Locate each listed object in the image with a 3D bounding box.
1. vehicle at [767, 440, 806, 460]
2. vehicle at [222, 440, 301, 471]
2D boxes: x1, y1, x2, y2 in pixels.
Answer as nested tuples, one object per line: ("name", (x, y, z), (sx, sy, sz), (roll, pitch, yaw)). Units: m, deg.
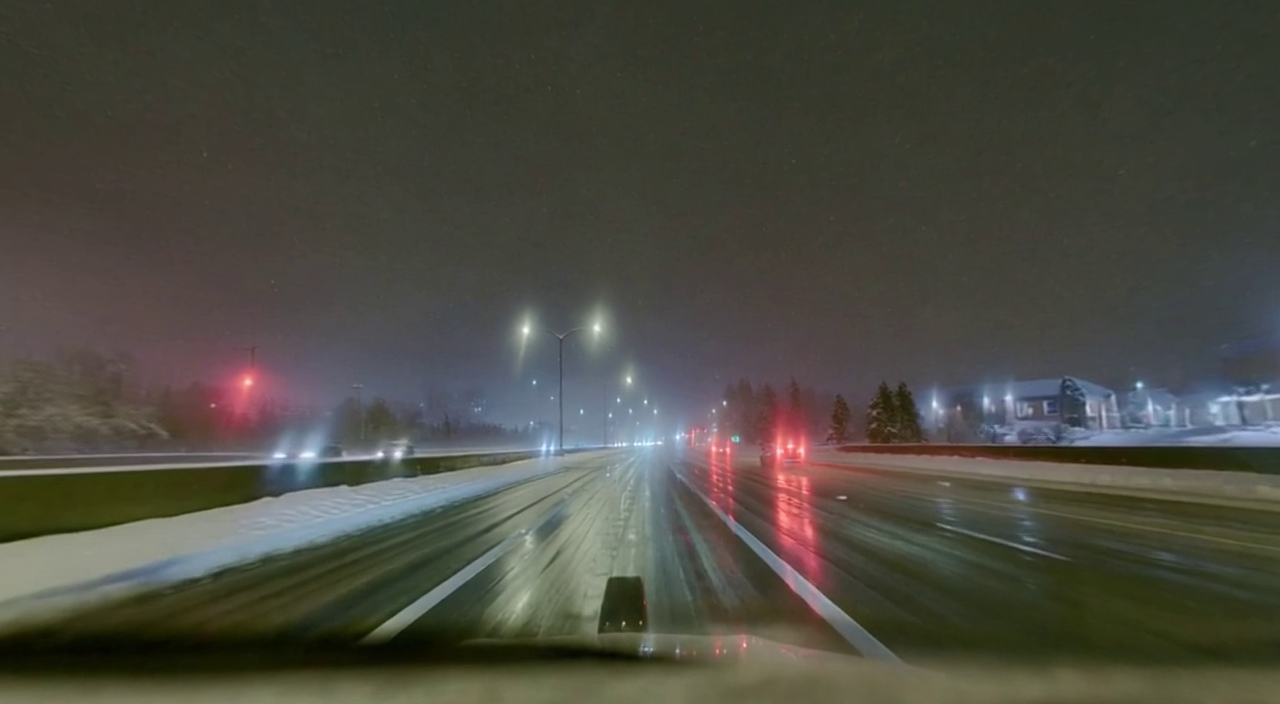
("vehicle", (11.481, 7.710, 49.666), (2.000, 1.514, 4.585), (-1, -8, 1))
("vehicle", (-17.655, 4.830, 29.610), (1.487, 1.357, 3.356), (-1, -8, 3))
